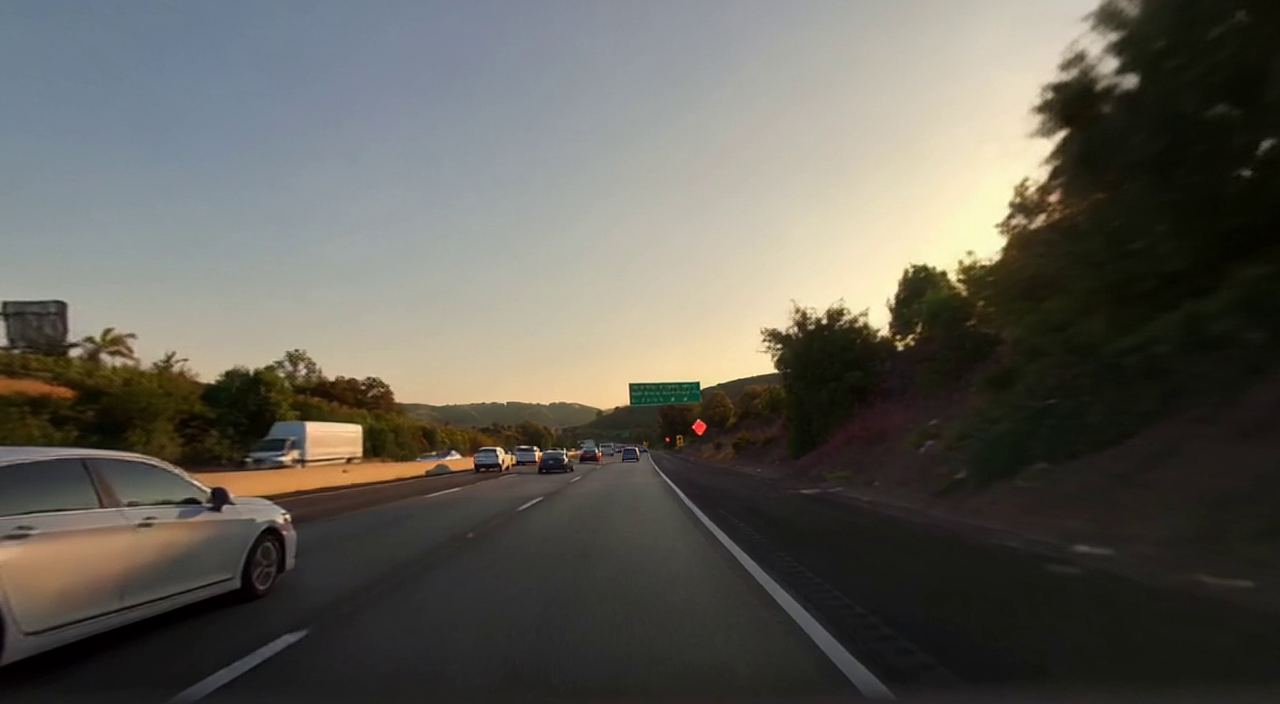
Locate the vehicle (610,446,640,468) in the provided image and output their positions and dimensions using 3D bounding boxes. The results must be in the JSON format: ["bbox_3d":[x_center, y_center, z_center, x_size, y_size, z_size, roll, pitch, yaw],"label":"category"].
[{"bbox_3d":[-1.085,7.520,45.169,2.023,1.479,3.718,0,-9,-1],"label":"vehicle"}]

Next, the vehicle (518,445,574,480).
[{"bbox_3d":[-4.300,5.113,29.246,1.988,1.477,4.118,0,-9,-1],"label":"vehicle"}]

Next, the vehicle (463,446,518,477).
[{"bbox_3d":[-7.726,5.685,32.792,1.936,1.516,3.904,0,-9,0],"label":"vehicle"}]

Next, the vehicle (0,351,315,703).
[{"bbox_3d":[-4.000,0.972,3.343,2.074,1.779,4.588,0,-9,0],"label":"vehicle"}]
